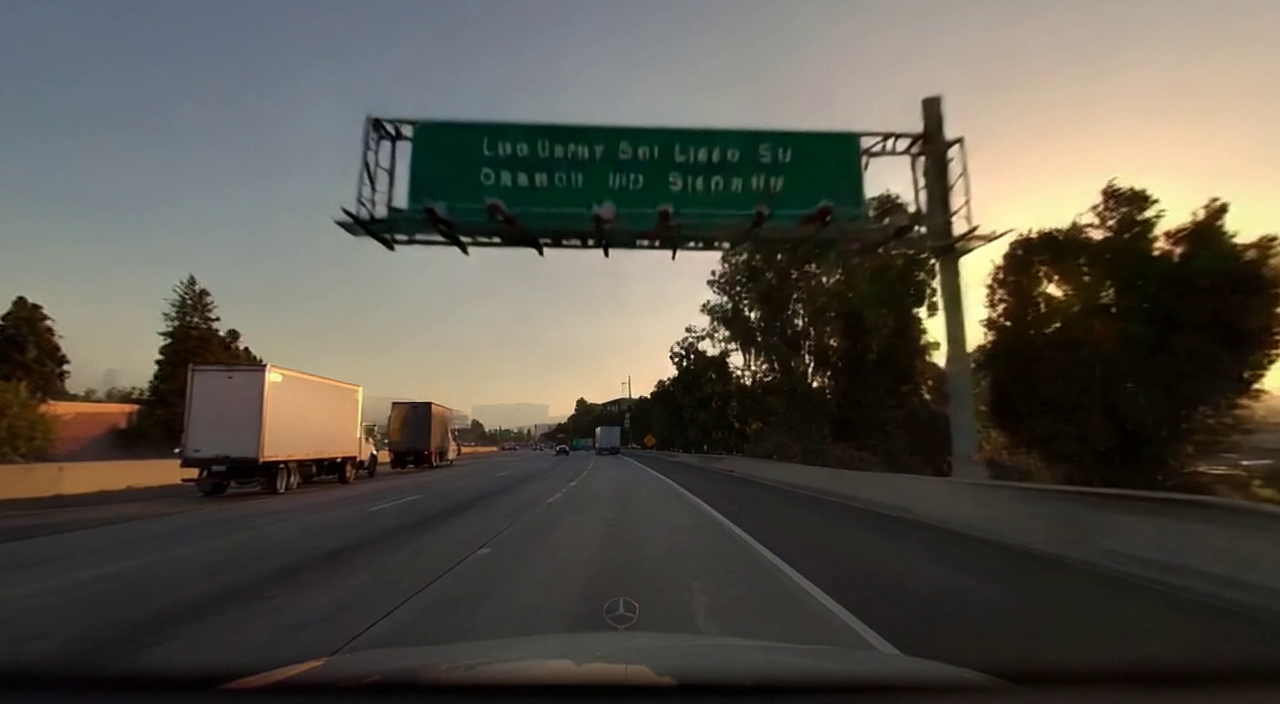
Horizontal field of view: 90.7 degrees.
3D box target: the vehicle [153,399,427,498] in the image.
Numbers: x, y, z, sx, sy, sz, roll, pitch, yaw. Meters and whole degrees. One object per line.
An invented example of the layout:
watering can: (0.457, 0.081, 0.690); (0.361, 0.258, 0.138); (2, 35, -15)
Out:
vehicle: (-12.012, 3.716, 24.622); (3.270, 2.674, 14.547); (0, -8, -3)
